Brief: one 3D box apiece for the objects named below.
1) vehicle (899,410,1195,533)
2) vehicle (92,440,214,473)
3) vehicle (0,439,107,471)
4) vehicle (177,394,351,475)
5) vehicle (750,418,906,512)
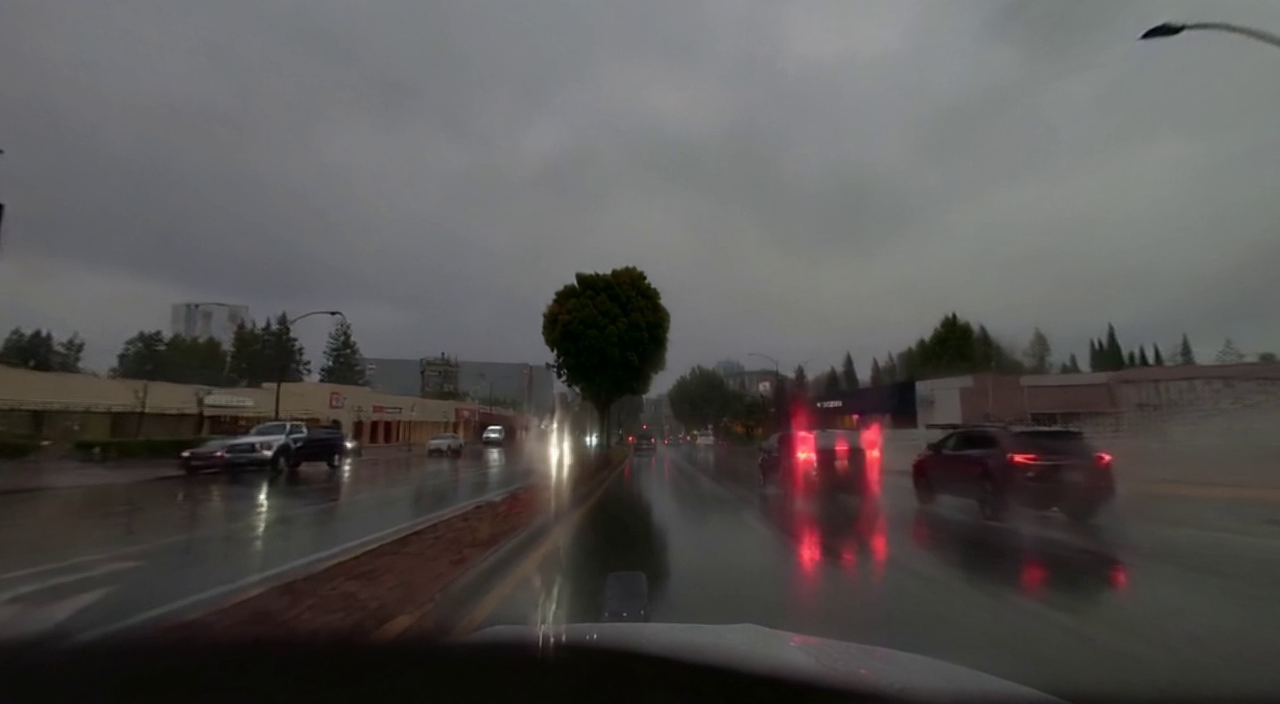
[{"bbox_3d":[6.860,2.058,11.539,2.134,1.738,4.833,-1,-8,-1],"label":"vehicle"},{"bbox_3d":[-23.175,4.954,30.312,1.824,1.420,4.984,-1,-8,2],"label":"vehicle"},{"bbox_3d":[-27.138,4.692,29.033,1.795,1.360,3.780,-1,-8,1],"label":"vehicle"},{"bbox_3d":[-18.656,4.286,32.395,2.935,3.431,9.380,-2,-8,2],"label":"vehicle"},{"bbox_3d":[3.724,2.311,13.352,2.072,1.669,3.836,-1,-8,0],"label":"vehicle"}]
